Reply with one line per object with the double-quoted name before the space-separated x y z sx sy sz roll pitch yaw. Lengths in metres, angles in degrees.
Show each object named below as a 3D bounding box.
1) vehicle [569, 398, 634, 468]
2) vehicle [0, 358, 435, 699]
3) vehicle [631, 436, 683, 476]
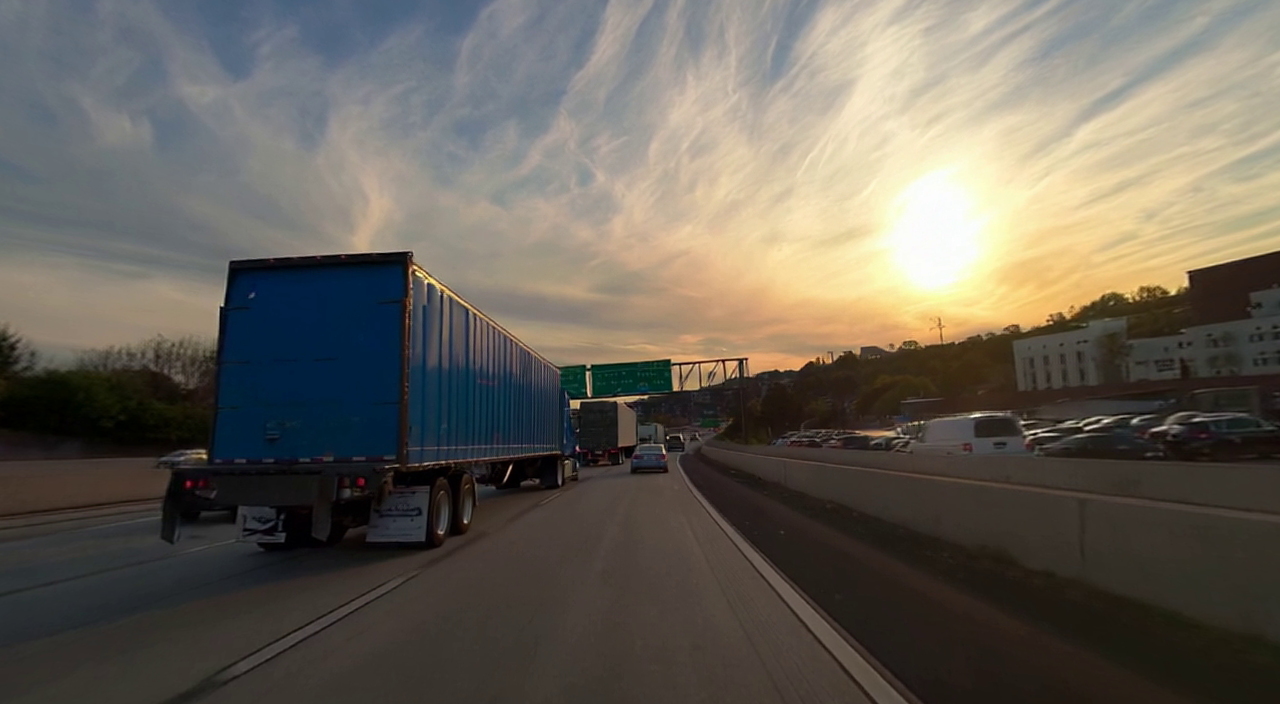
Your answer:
"vehicle" -2.213 5.304 40.304 3.073 3.894 9.782 -1 -9 3
"vehicle" -3.730 1.149 5.118 2.896 1.779 3.441 0 -8 1
"vehicle" 0.786 4.674 28.549 2.178 1.640 4.071 -1 -9 2
